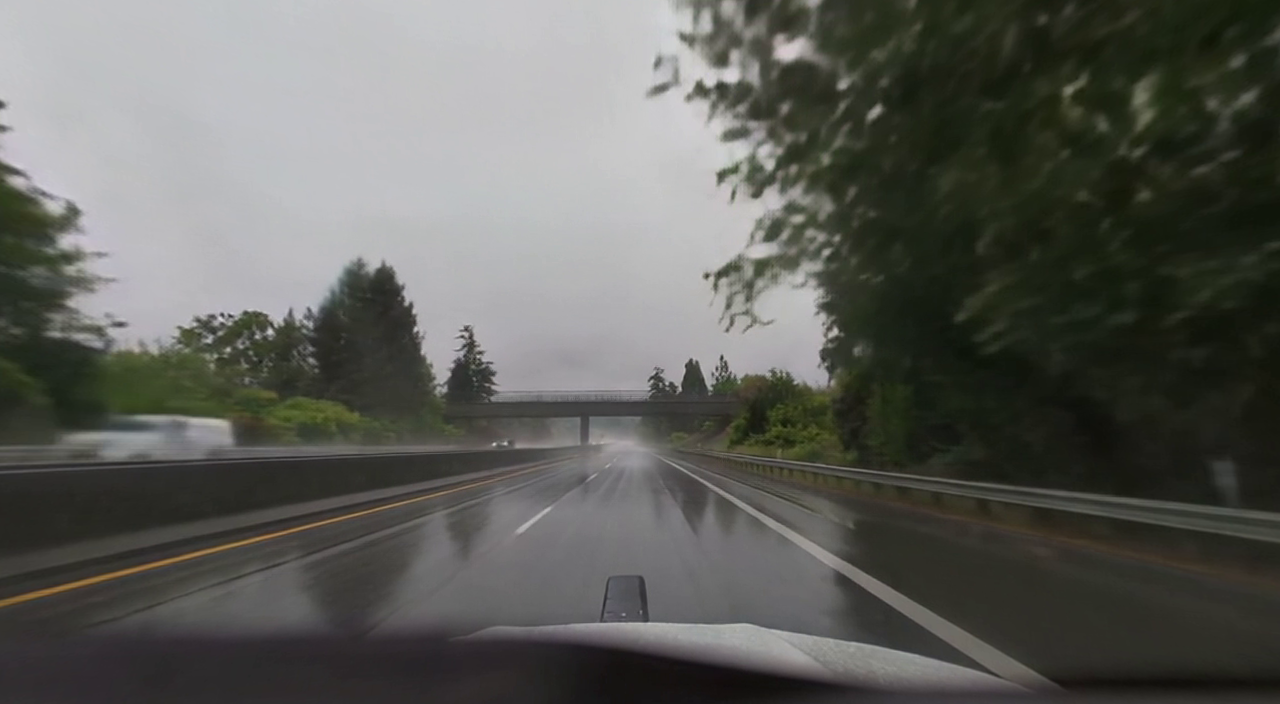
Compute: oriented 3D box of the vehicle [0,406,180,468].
[{"bbox_3d":[-16.265,2.539,18.577,1.990,1.585,4.448,0,-9,0],"label":"vehicle"}]
